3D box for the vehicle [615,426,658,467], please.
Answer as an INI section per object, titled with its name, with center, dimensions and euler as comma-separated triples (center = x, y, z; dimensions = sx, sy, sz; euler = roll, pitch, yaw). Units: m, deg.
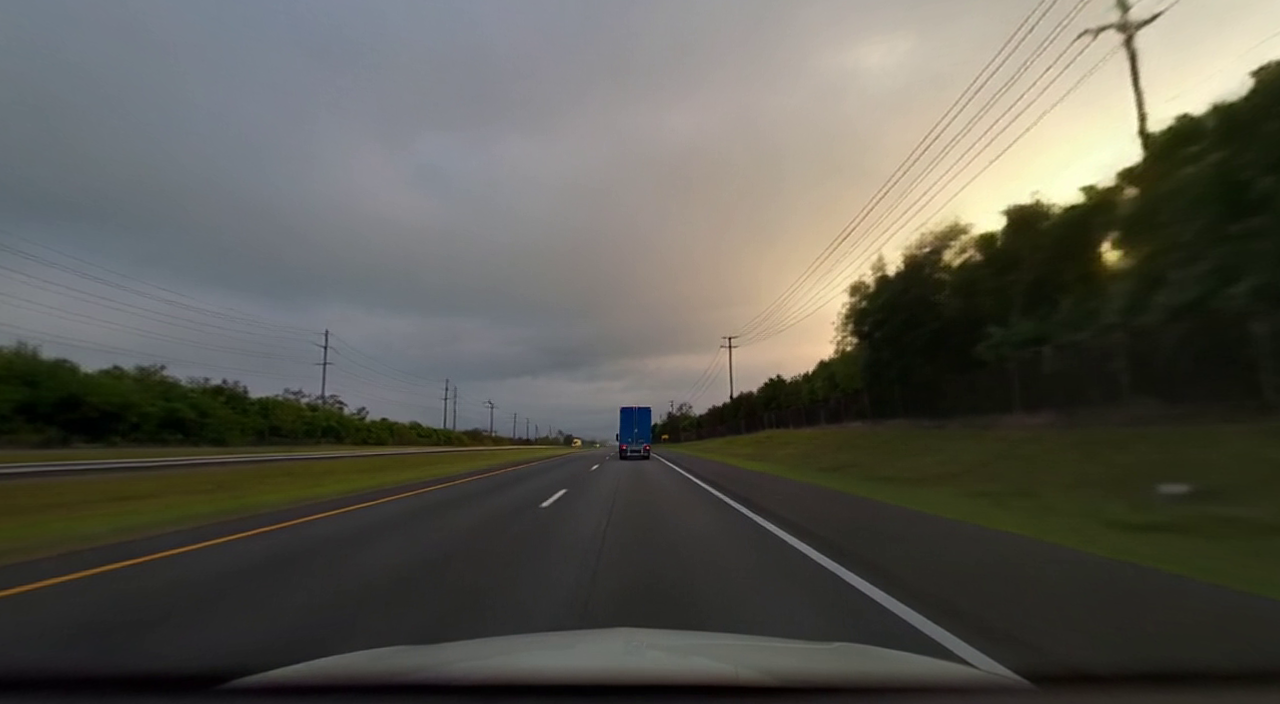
[vehicle]
center = -0.256, 5.285, 35.205
dimensions = 2.240, 2.129, 4.480
euler = 0, -8, -2
